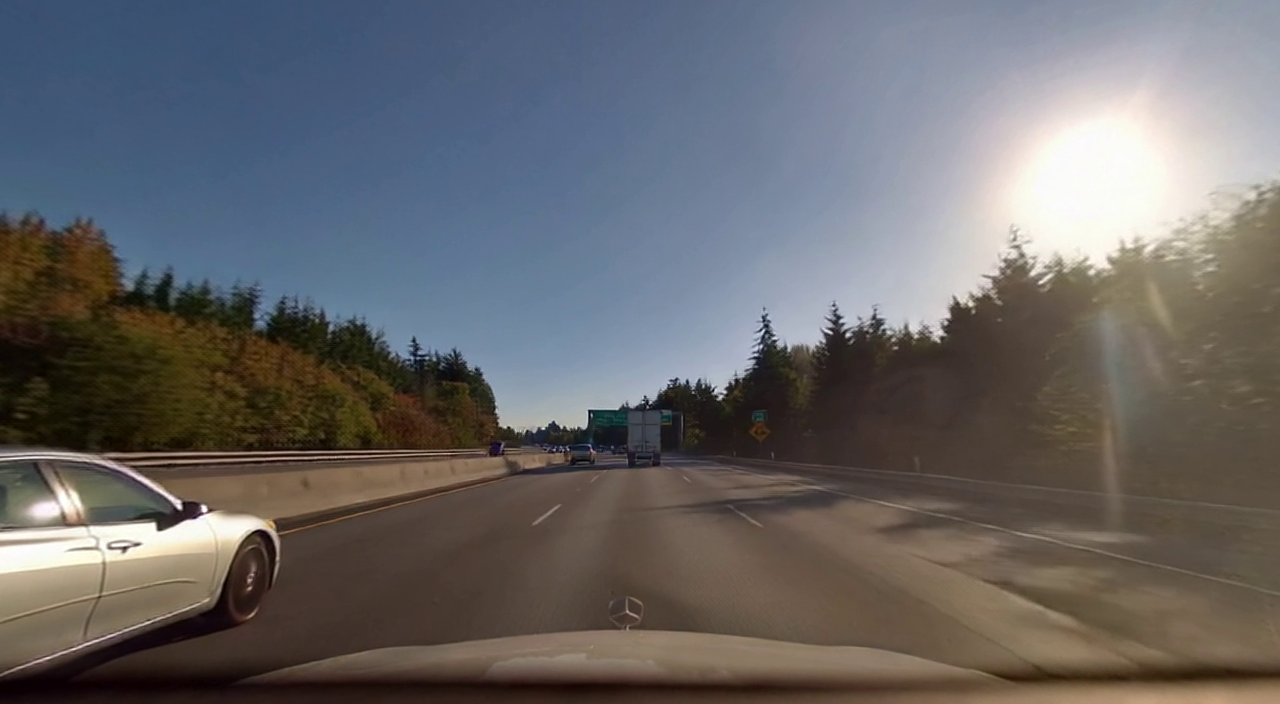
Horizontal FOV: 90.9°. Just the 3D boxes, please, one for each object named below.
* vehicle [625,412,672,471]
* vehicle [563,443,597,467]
[{"bbox_3d":[0.446,6.226,43.690,2.893,3.628,9.081,0,-9,-1],"label":"vehicle"},{"bbox_3d":[-4.387,7.582,46.433,2.079,1.656,3.965,0,-9,0],"label":"vehicle"}]
